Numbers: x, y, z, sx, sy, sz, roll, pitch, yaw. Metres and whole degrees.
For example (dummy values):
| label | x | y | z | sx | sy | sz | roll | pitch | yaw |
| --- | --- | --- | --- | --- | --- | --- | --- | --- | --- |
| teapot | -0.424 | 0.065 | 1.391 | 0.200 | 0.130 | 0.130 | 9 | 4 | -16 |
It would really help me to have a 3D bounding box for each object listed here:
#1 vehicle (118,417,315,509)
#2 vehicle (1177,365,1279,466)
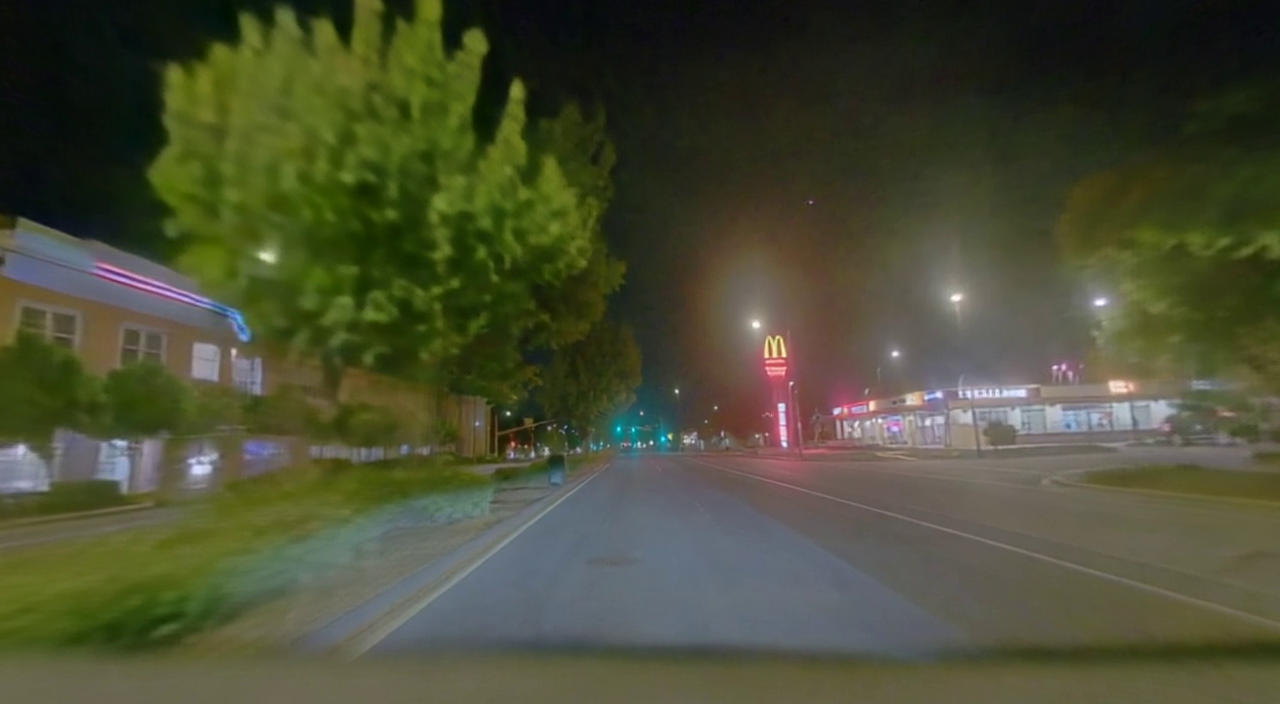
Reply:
| label | x | y | z | sx | sy | sz | roll | pitch | yaw |
| --- | --- | --- | --- | --- | --- | --- | --- | --- | --- |
| vehicle | -19.587 | 5.188 | 30.339 | 2.966 | 3.698 | 9.217 | 0 | -9 | 0 |
| vehicle | 28.945 | 2.978 | 28.699 | 8.627 | 4.134 | 2.881 | 3 | -9 | -22 |
